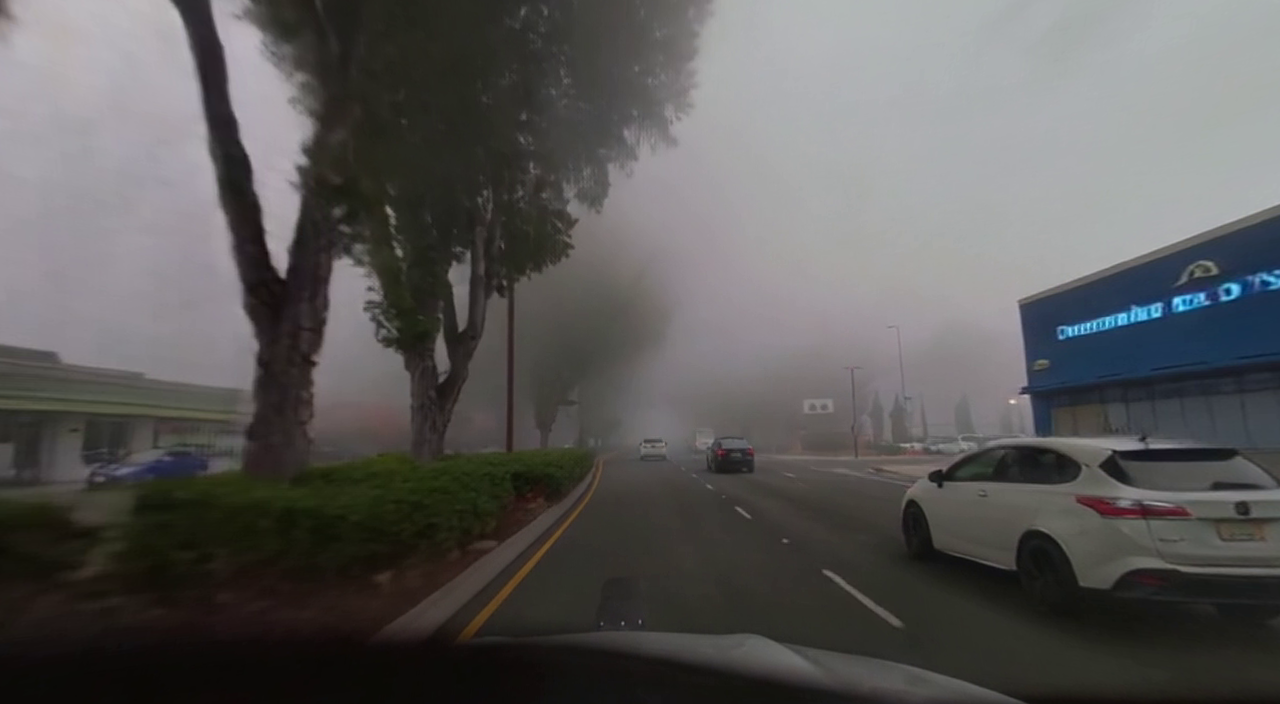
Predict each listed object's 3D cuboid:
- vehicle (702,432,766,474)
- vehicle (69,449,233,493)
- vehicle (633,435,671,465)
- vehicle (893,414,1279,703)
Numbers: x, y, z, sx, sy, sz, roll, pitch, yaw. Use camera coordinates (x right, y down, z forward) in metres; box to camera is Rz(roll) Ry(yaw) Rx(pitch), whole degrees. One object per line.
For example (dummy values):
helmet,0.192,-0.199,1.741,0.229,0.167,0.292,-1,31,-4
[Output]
vehicle,3.999,4.386,27.443,2.115,1.692,4.189,0,-8,0
vehicle,-18.856,4.573,24.630,2.280,1.489,5.106,0,-8,1
vehicle,0.683,5.767,37.191,2.098,1.682,3.778,0,-8,0
vehicle,4.050,1.365,5.379,1.908,1.463,4.506,0,-8,1
